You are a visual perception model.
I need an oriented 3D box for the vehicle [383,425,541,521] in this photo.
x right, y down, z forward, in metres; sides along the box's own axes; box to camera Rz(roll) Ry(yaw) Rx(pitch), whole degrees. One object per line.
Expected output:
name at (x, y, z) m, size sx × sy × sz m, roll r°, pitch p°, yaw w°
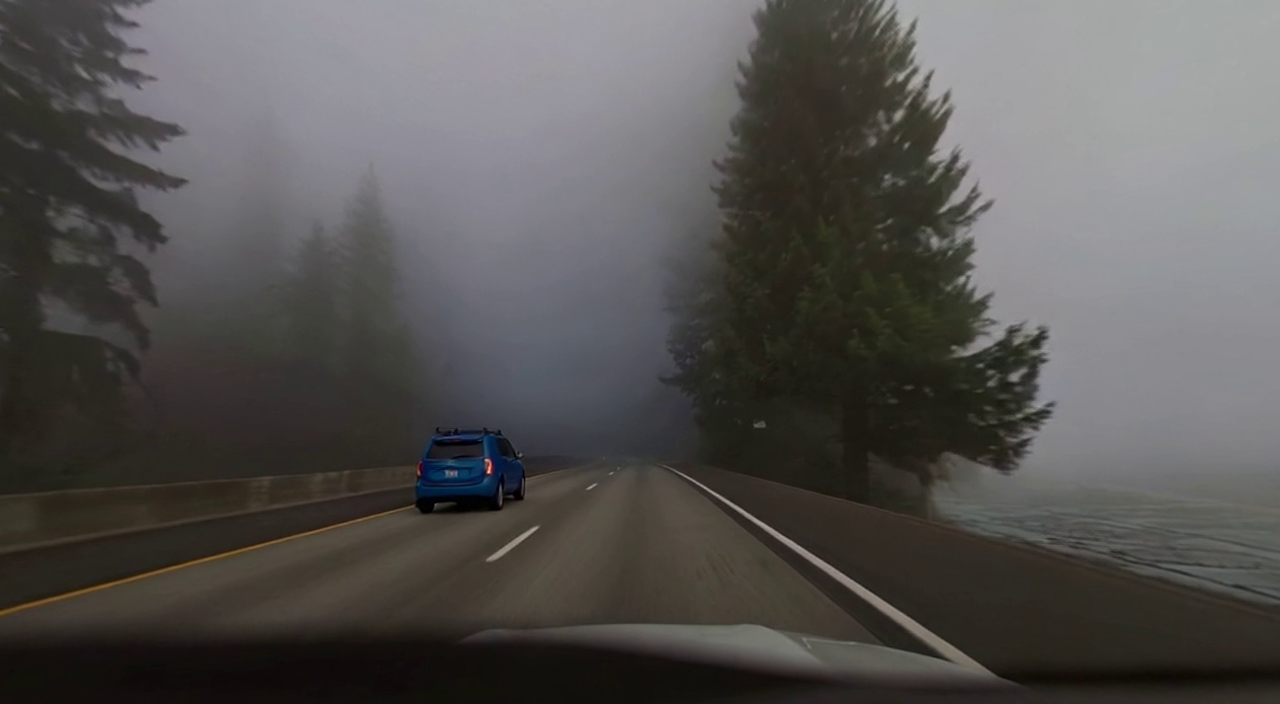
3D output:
vehicle at (-3.668, 2.577, 13.959) m, size 2.084 × 1.752 × 4.479 m, roll -1°, pitch -8°, yaw 1°
